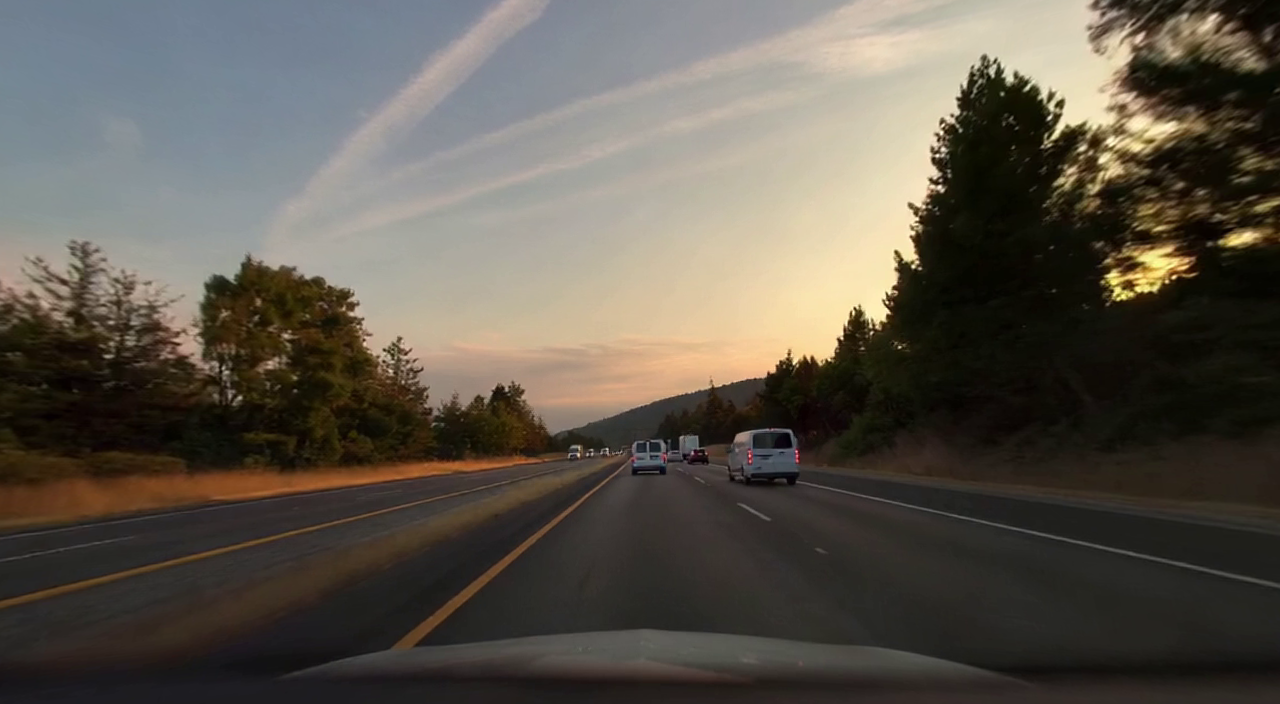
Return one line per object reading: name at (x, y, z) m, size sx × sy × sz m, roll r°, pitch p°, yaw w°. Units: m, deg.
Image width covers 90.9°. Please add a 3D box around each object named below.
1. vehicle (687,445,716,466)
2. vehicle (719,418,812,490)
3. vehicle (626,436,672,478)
vehicle at (4.756, 8.047, 49.080) m, size 1.868 × 1.566 × 3.509 m, roll 0°, pitch -9°, yaw -1°
vehicle at (4.323, 3.644, 22.686) m, size 2.232 × 2.290 × 4.720 m, roll 0°, pitch -9°, yaw -2°
vehicle at (0.431, 5.190, 31.443) m, size 2.143 × 1.925 × 4.101 m, roll 0°, pitch -9°, yaw 0°
